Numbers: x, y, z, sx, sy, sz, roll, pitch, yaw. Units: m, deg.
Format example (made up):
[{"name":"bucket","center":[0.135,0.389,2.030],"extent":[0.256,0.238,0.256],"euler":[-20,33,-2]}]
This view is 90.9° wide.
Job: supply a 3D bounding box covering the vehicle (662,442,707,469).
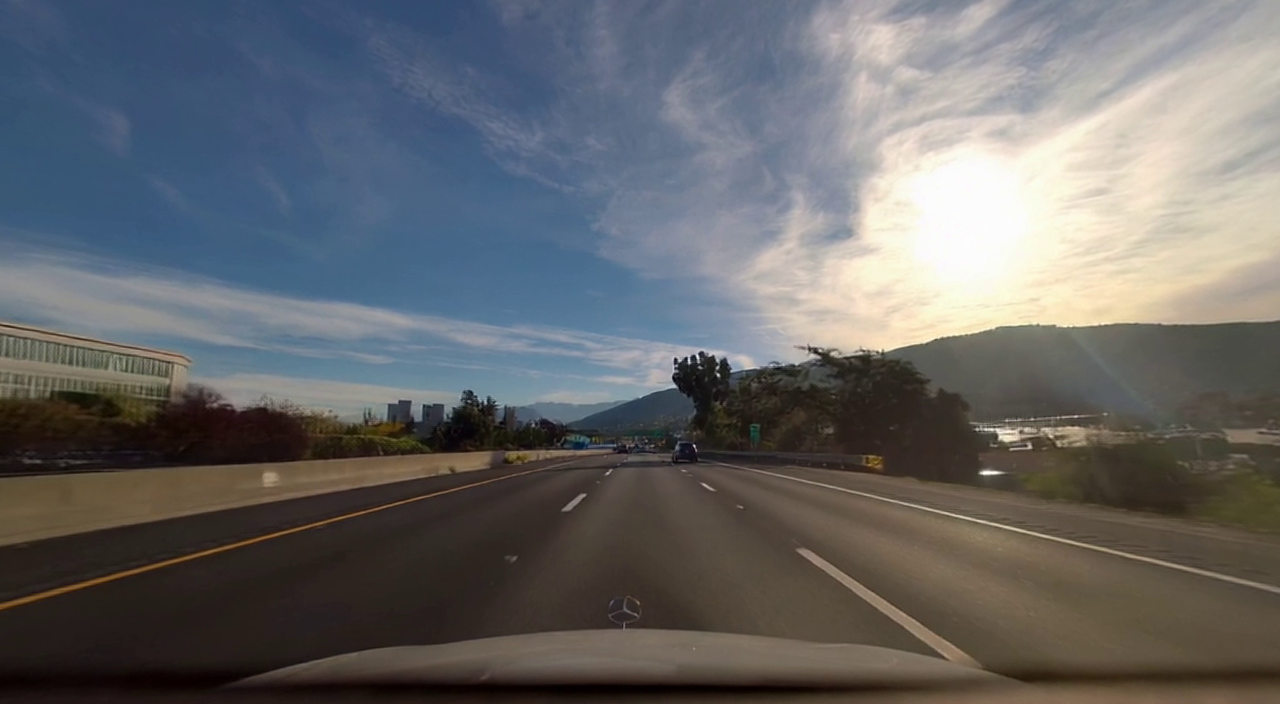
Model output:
[{"name":"vehicle","center":[2.508,6.029,36.936],"extent":[2.193,1.462,4.533],"euler":[0,-8,-1]}]
